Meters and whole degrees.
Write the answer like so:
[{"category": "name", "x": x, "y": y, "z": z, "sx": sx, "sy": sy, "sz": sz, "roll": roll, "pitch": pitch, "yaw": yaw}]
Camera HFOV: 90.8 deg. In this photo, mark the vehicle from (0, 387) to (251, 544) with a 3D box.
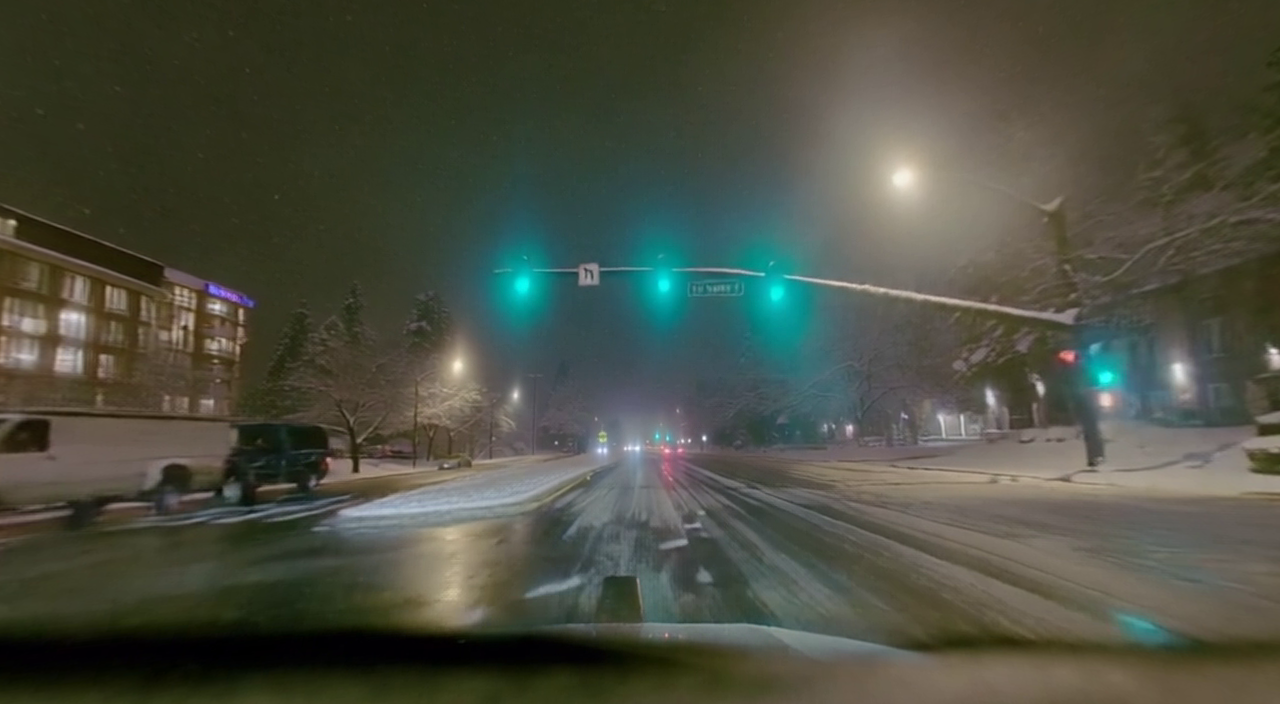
[{"category": "vehicle", "x": -15.708, "y": 3.125, "z": 17.983, "sx": 3.028, "sy": 3.424, "sz": 9.908, "roll": 0, "pitch": -9, "yaw": -1}]
